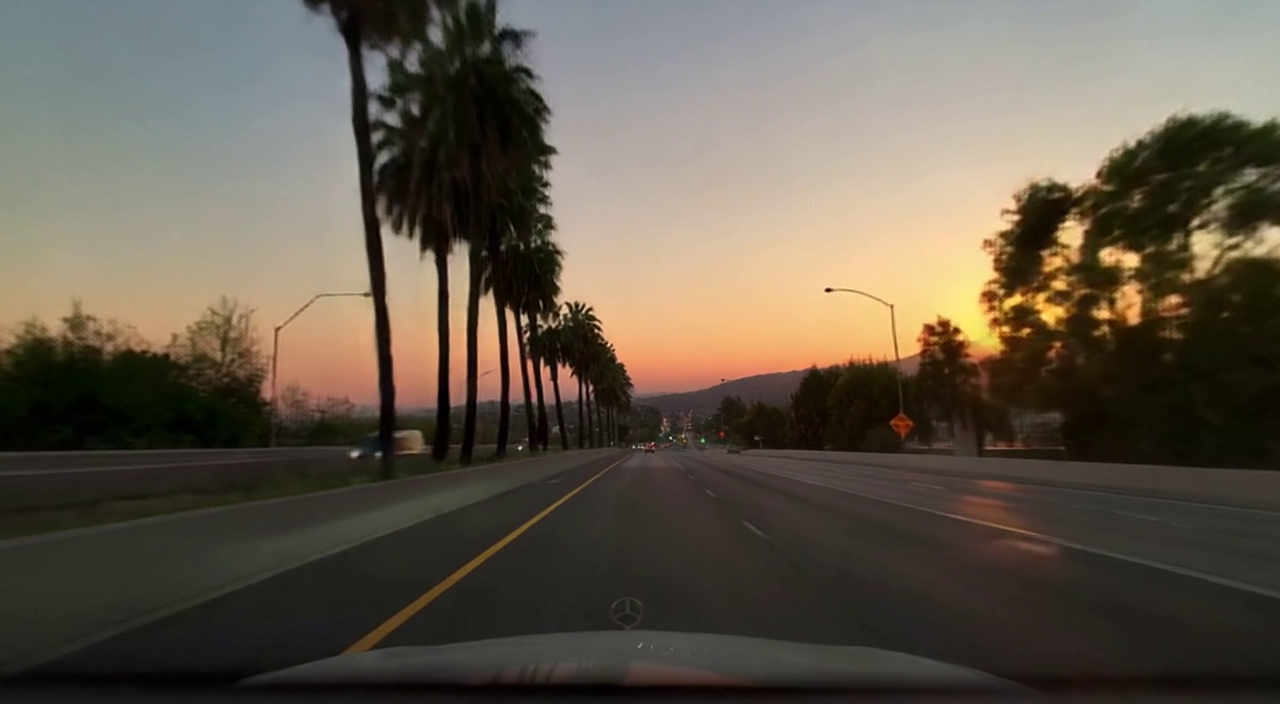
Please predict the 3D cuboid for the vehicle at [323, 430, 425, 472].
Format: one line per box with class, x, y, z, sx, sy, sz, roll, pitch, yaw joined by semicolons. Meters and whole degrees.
vehicle;-13.451;5.094;32.533;2.479;1.928;6.337;0;-8;1
